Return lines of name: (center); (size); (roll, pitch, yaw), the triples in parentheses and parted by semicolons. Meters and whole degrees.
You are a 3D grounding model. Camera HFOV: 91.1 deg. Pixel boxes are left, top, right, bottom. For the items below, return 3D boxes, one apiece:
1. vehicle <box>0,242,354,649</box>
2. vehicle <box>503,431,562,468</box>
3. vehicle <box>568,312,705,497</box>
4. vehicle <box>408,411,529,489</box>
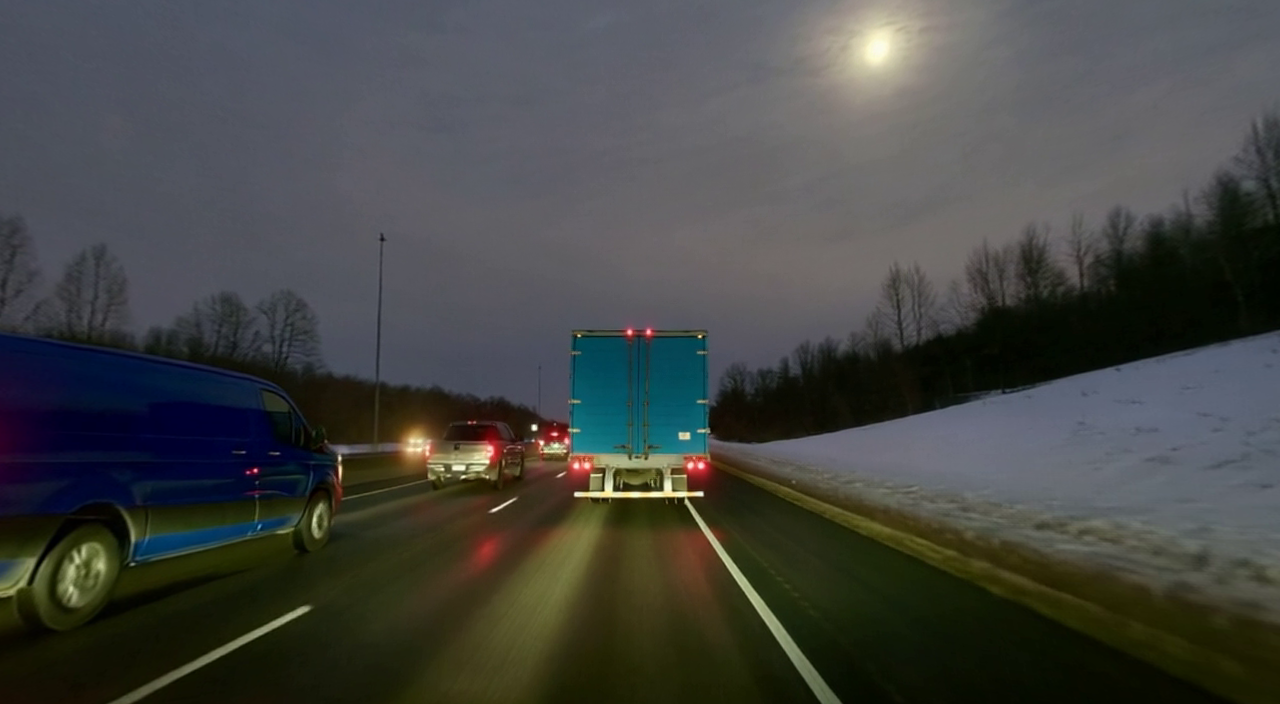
vehicle: (-5.250, 0.862, 5.989); (2.478, 2.515, 5.438); (0, -8, 0)
vehicle: (-4.847, 4.447, 28.964); (1.931, 1.539, 4.441); (0, -8, 0)
vehicle: (-0.143, 1.779, 18.768); (2.953, 4.041, 10.072); (0, -8, -1)
vehicle: (-4.876, 2.860, 18.749); (2.168, 1.985, 4.952); (0, -8, 0)
